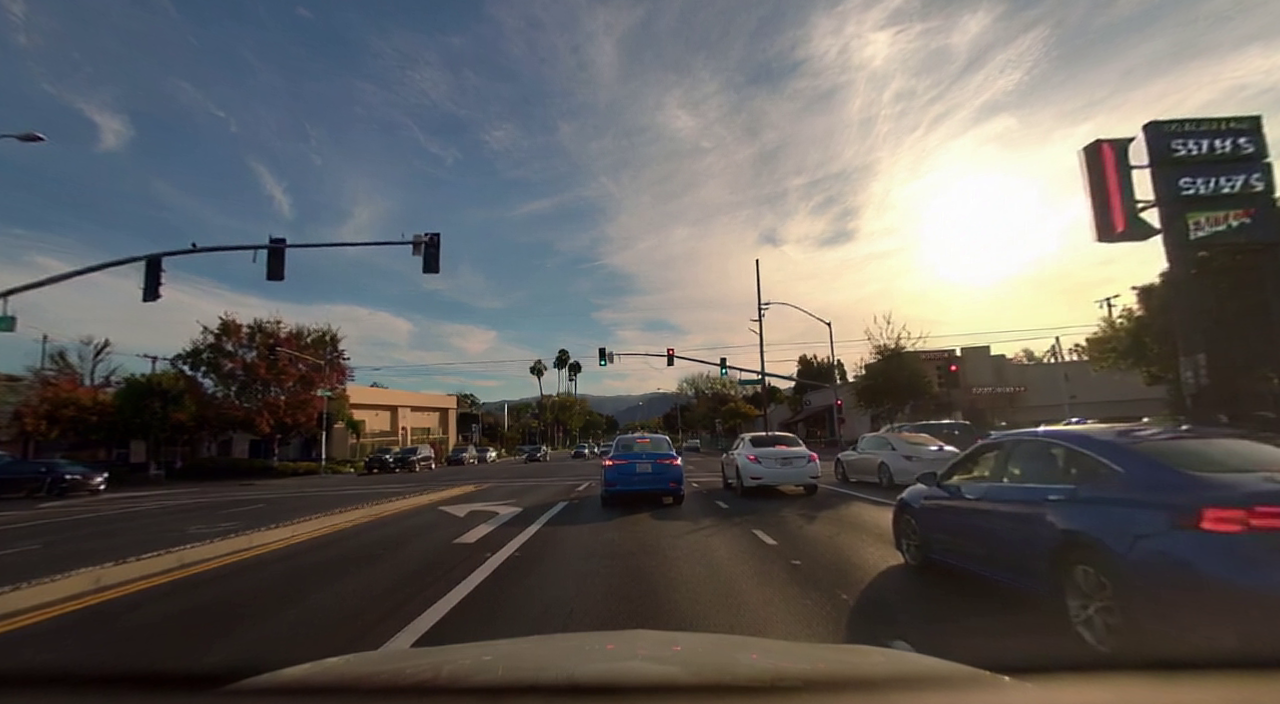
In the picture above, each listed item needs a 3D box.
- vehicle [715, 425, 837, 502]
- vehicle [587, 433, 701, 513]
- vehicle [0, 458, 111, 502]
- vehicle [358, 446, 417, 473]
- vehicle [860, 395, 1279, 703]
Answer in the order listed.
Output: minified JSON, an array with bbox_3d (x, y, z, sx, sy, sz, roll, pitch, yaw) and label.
[{"bbox_3d":[3.224,2.770,16.065,1.973,1.633,4.717,0,-8,-1],"label":"vehicle"},{"bbox_3d":[0.035,2.578,13.945,2.135,1.468,4.076,0,-8,-1],"label":"vehicle"},{"bbox_3d":[-26.136,5.469,27.131,4.780,1.669,2.232,-1,-8,-2],"label":"vehicle"},{"bbox_3d":[-18.736,7.987,47.234,2.324,1.911,5.610,0,-8,-3],"label":"vehicle"},{"bbox_3d":[3.527,1.253,4.940,1.889,1.473,4.643,0,-8,-1],"label":"vehicle"}]
